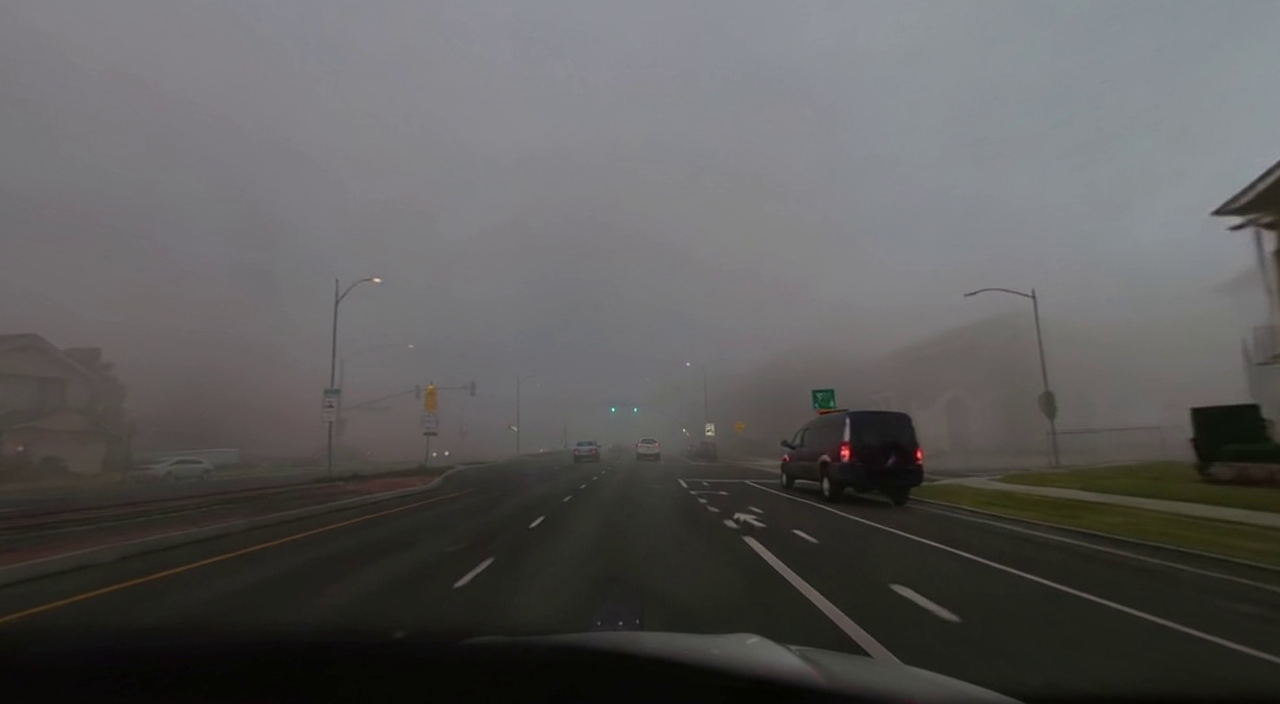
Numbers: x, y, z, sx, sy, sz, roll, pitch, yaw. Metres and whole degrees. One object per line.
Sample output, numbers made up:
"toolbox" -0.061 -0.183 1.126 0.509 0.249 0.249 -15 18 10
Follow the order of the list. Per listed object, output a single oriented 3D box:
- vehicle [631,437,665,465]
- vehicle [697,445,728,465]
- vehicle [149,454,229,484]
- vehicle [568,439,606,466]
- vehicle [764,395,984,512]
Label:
"vehicle" 0.498 7.072 45.166 2.273 1.851 5.075 0 -8 -1
"vehicle" 5.633 8.073 49.747 1.836 1.442 4.247 0 -8 -1
"vehicle" -25.925 6.711 36.480 1.796 1.511 3.879 0 -8 -1
"vehicle" -3.703 7.102 44.852 2.233 1.775 4.491 0 -8 0
"vehicle" 5.477 2.620 16.701 2.763 2.329 7.864 0 -8 0
